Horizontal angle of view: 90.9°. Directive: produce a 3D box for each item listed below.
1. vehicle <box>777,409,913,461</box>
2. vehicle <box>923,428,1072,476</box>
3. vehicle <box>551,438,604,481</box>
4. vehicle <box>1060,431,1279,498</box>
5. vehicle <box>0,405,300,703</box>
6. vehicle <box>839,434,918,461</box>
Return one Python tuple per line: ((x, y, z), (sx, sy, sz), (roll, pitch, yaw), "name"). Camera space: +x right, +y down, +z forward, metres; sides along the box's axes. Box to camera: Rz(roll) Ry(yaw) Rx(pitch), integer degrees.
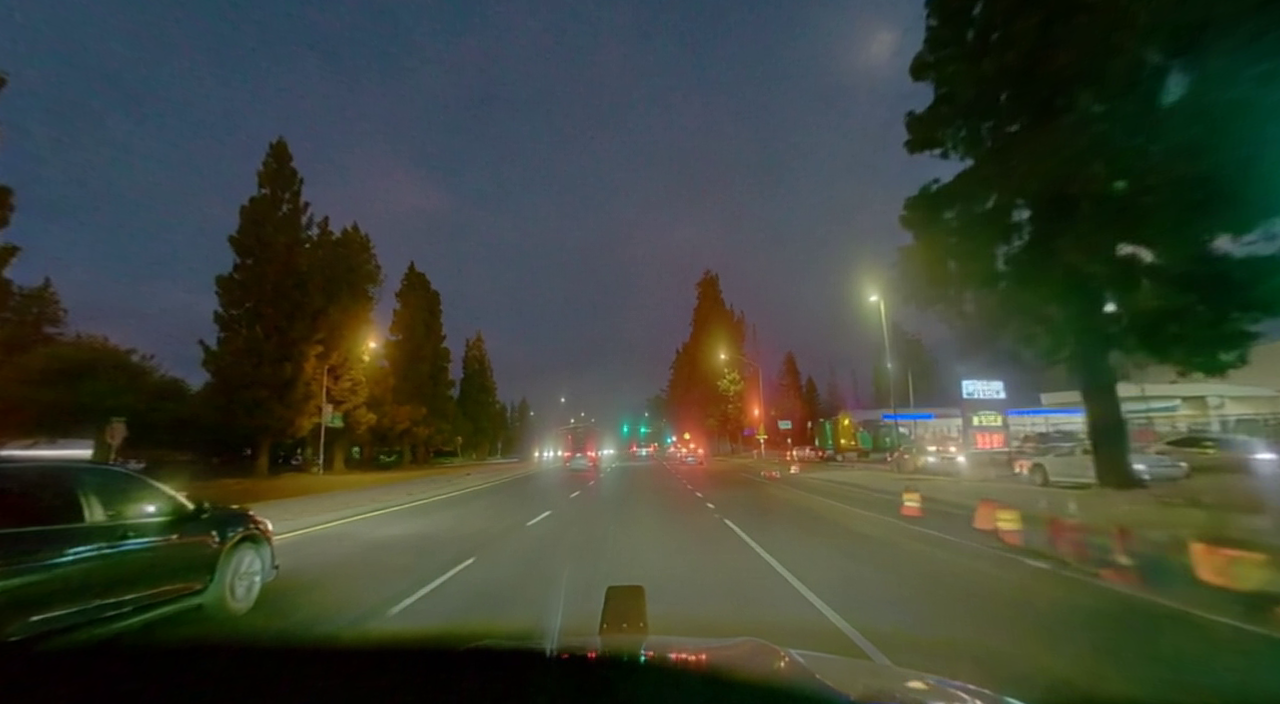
((15.044, 6.148, 46.714), (8.949, 3.673, 3.044), (0, -8, -2), "vehicle")
((13.877, 3.908, 24.794), (4.804, 1.695, 2.055), (-4, -9, 26), "vehicle")
((-2.603, 4.527, 26.832), (2.038, 1.682, 4.399), (1, -9, -4), "vehicle")
((13.384, 2.702, 15.392), (4.835, 1.458, 1.934), (-4, -9, 23), "vehicle")
((-3.985, 1.126, 3.665), (1.856, 1.540, 3.733), (0, -8, 1), "vehicle")
((15.814, 6.378, 42.018), (1.874, 1.694, 4.535), (7, -11, -38), "vehicle")
